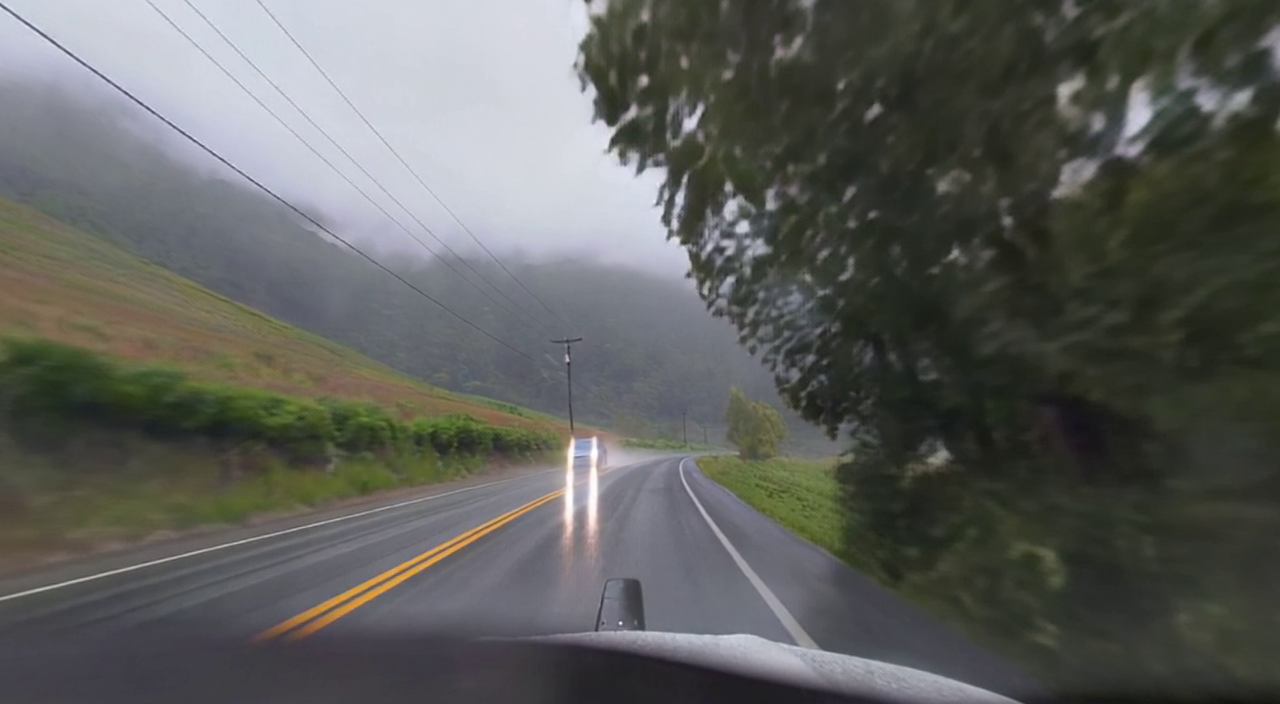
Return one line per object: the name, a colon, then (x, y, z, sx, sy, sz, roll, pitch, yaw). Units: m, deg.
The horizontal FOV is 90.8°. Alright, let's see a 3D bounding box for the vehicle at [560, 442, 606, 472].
vehicle: (-3.366, 6.276, 38.035, 2.103, 1.679, 4.081, -1, -9, 4)
